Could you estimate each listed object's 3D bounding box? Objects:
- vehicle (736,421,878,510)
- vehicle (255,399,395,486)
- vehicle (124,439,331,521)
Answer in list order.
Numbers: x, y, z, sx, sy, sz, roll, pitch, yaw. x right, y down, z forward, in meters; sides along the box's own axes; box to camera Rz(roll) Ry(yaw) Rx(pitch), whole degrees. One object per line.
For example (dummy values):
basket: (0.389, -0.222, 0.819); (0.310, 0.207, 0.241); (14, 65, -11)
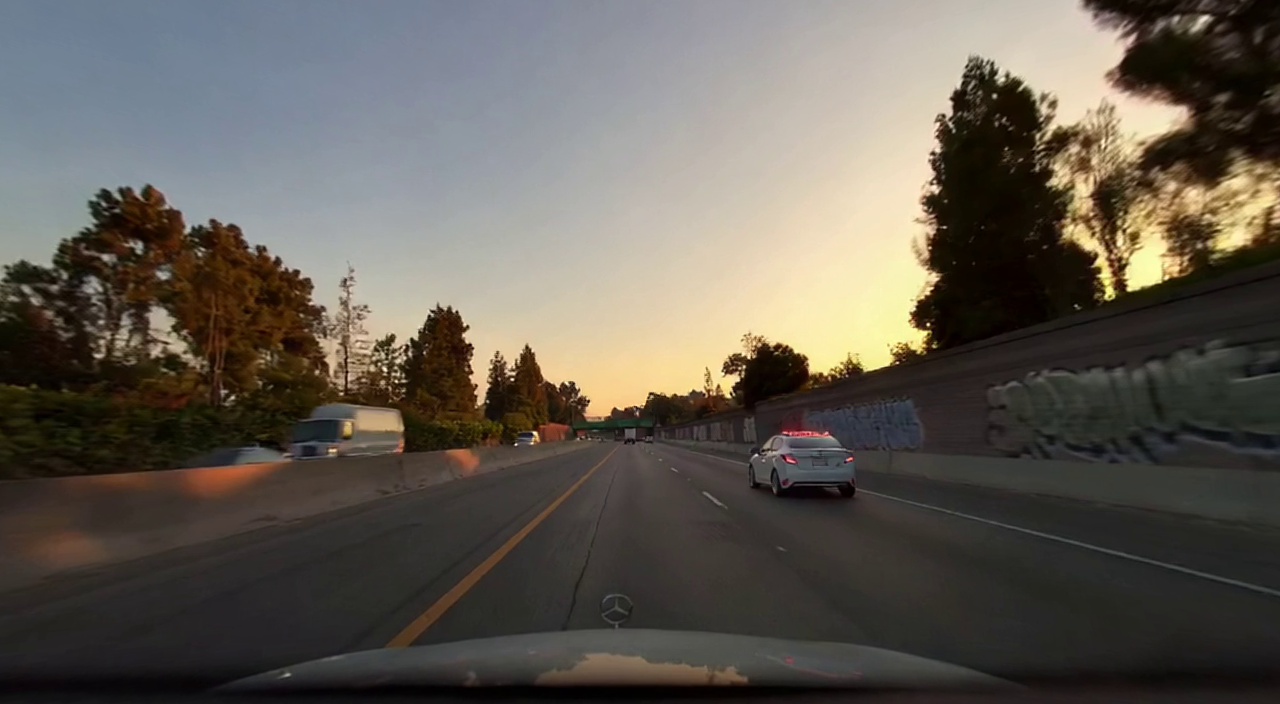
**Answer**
vehicle: (3.225, 2.249, 12.962); (1.841, 1.556, 3.618); (0, -8, -1)
vehicle: (-13.812, 4.052, 28.419); (2.817, 3.428, 6.773); (0, -8, -1)
vehicle: (-9.367, 2.873, 14.871); (1.974, 1.602, 4.303); (0, -8, -1)
